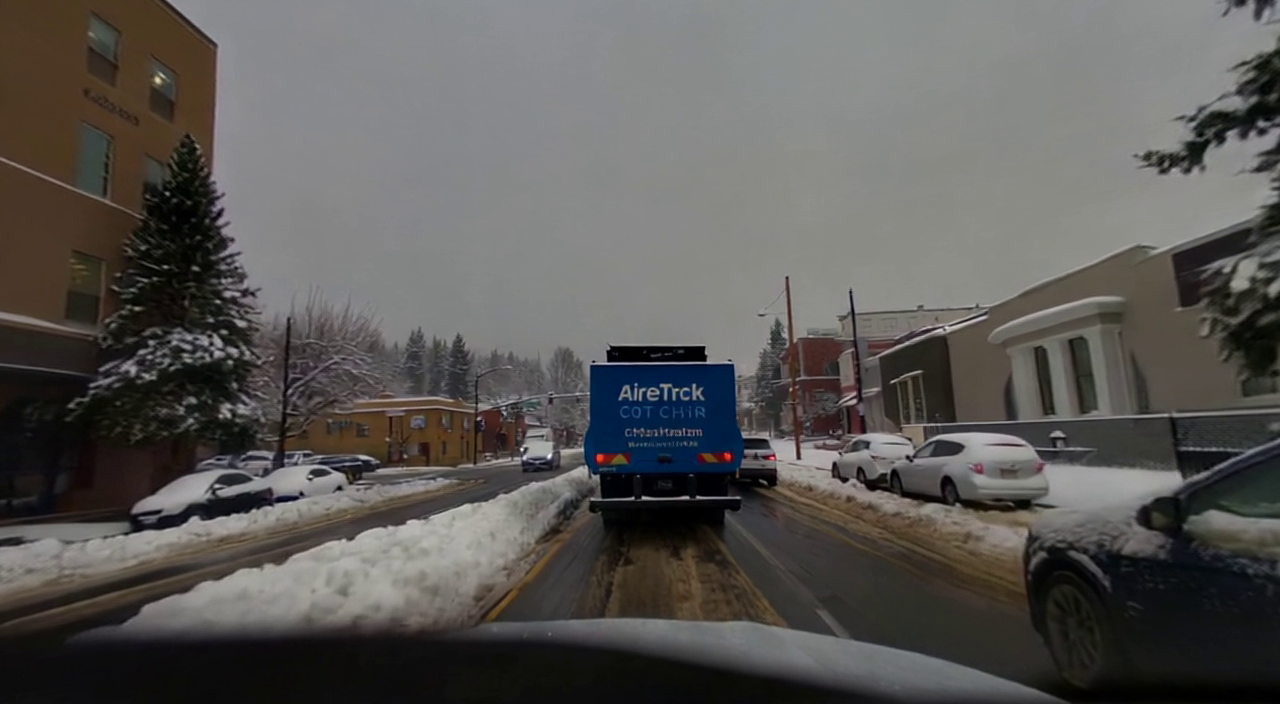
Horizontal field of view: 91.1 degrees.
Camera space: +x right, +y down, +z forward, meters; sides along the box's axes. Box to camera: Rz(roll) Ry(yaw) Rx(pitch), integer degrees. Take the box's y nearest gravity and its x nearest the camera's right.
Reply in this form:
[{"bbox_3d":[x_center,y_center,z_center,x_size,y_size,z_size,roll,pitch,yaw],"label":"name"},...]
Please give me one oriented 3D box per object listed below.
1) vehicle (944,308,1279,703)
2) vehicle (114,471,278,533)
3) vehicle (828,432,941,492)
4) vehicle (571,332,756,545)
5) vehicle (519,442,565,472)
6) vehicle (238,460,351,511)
[{"bbox_3d":[3.406,0.785,2.577,2.104,1.786,4.498,0,-9,1],"label":"vehicle"},{"bbox_3d":[-13.488,4.540,19.497,1.901,1.508,4.405,0,-9,-1],"label":"vehicle"},{"bbox_3d":[7.586,3.442,19.996,1.946,1.680,4.270,0,-9,1],"label":"vehicle"},{"bbox_3d":[0.221,1.631,11.787,2.517,2.926,6.177,0,-9,-2],"label":"vehicle"},{"bbox_3d":[-5.993,6.462,38.806,2.046,1.711,4.320,0,-9,1],"label":"vehicle"},{"bbox_3d":[-13.383,5.151,24.684,1.943,1.682,4.365,0,-9,0],"label":"vehicle"}]
